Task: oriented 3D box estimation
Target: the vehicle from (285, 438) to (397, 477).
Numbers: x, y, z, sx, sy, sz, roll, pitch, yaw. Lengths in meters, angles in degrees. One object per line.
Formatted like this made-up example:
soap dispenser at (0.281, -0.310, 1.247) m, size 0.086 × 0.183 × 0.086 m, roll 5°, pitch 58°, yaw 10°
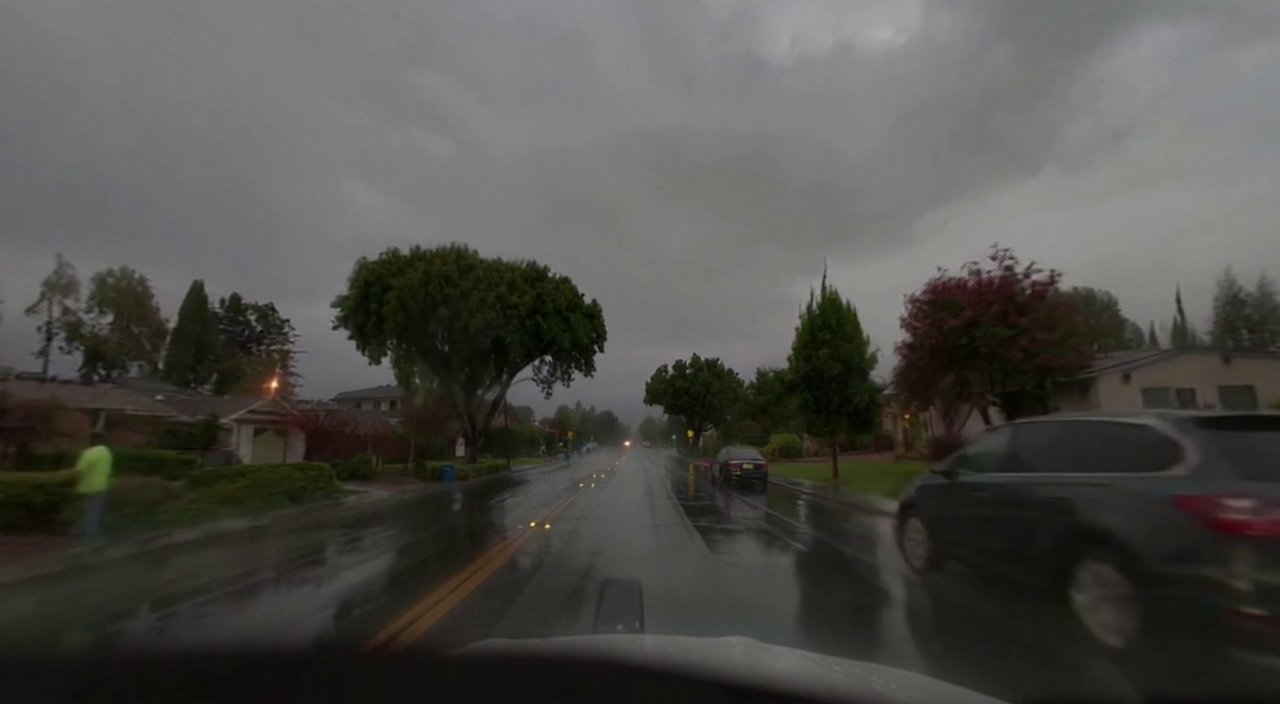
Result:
vehicle at (-15.659, 5.531, 33.150) m, size 4.882 × 1.777 × 2.025 m, roll -2°, pitch -9°, yaw -2°

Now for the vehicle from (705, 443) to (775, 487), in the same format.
vehicle at (3.756, 4.316, 24.490) m, size 1.897 × 1.521 × 4.835 m, roll 0°, pitch -8°, yaw -1°

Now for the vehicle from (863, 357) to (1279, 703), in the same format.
vehicle at (3.778, 1.246, 5.140) m, size 2.039 × 1.780 × 4.884 m, roll 0°, pitch -8°, yaw -1°
